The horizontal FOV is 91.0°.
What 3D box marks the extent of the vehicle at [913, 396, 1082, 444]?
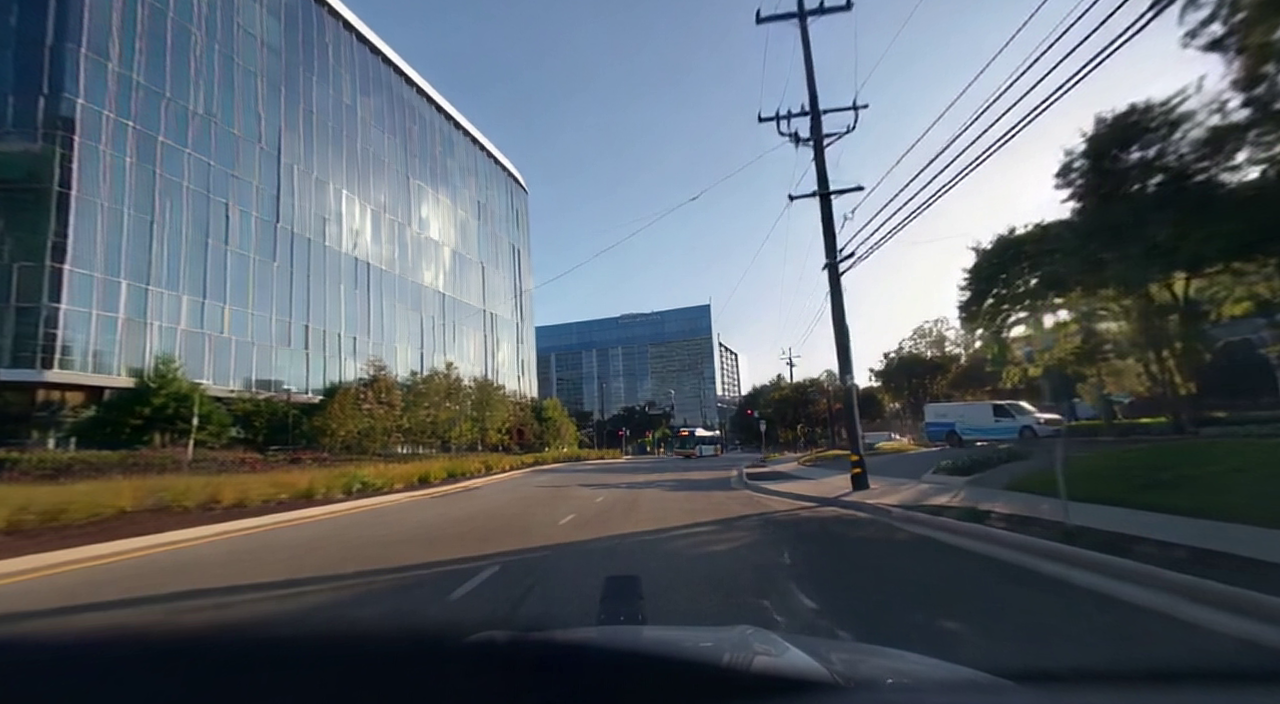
[{"bbox_3d":[15.024,2.923,26.865,5.745,1.902,2.244,-1,-9,10],"label":"vehicle"}]
